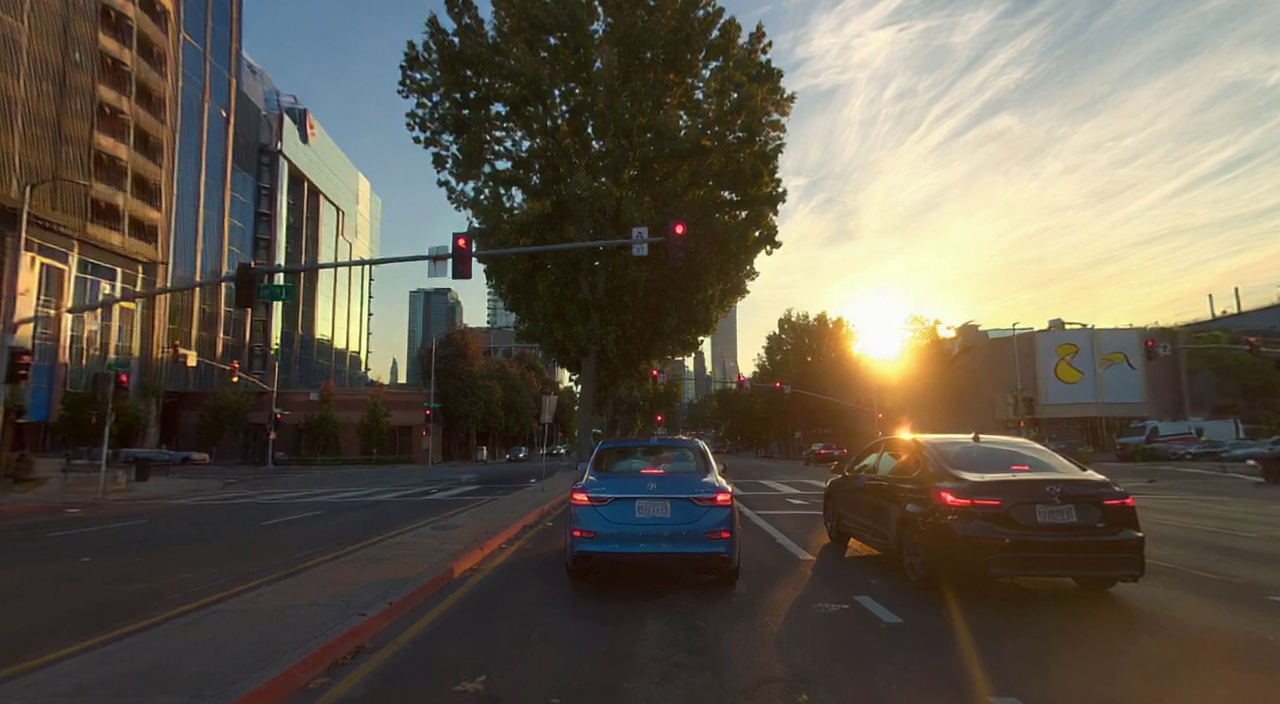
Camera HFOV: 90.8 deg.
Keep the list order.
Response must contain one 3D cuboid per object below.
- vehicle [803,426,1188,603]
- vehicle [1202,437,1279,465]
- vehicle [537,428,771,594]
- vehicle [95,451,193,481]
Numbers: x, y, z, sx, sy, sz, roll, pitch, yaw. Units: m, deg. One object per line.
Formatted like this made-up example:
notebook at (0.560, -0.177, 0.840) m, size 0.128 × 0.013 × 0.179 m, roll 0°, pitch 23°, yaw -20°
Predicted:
vehicle at (3.643, 1.739, 7.735) m, size 2.018 × 1.491 × 4.544 m, roll 0°, pitch -9°, yaw -1°
vehicle at (35.206, 5.635, 36.132) m, size 4.190 × 1.535 × 1.998 m, roll 0°, pitch -9°, yaw -1°
vehicle at (0.093, 1.734, 7.725) m, size 2.087 × 1.468 × 4.014 m, roll 0°, pitch -9°, yaw -1°
vehicle at (-26.665, 6.128, 34.042) m, size 3.657 × 1.528 × 1.783 m, roll 1°, pitch -9°, yaw -3°
